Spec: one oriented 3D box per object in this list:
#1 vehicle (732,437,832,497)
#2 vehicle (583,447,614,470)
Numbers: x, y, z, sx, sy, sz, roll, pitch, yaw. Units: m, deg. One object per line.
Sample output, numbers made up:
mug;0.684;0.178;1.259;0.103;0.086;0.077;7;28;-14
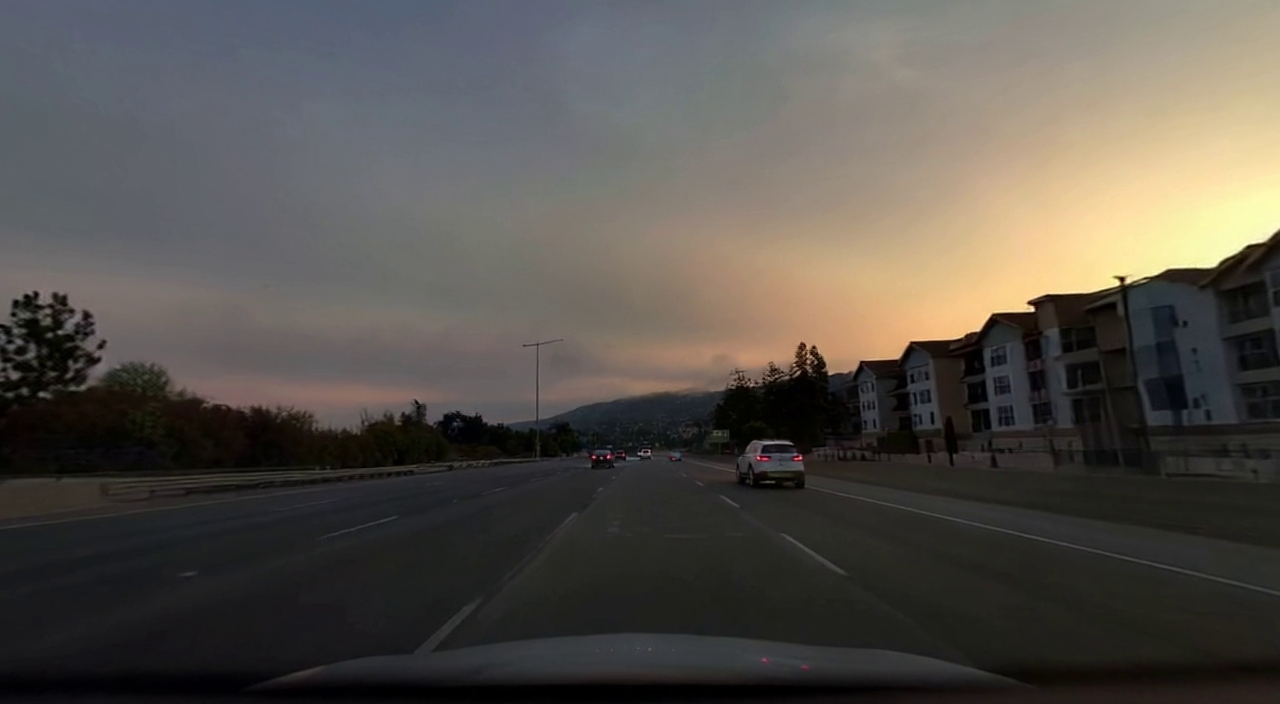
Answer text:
vehicle;4.535;3.744;20.938;2.170;1.733;4.631;0;-9;-1
vehicle;-3.166;8.240;49.000;2.075;1.721;4.763;0;-9;1
